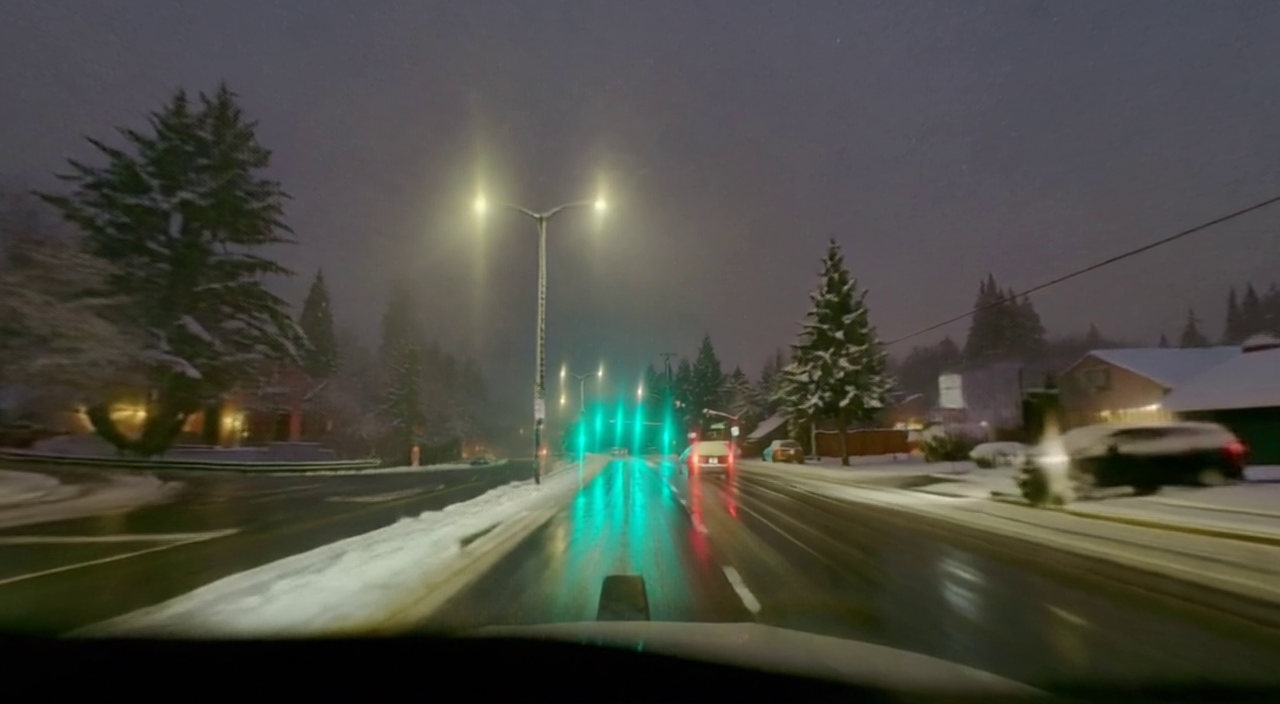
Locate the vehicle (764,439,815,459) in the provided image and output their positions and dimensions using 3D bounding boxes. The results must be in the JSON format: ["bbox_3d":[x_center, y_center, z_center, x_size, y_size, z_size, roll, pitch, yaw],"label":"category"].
[{"bbox_3d":[11.796,7.682,49.865,3.635,1.482,1.879,-1,-9,4],"label":"vehicle"}]

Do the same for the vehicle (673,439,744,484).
[{"bbox_3d":[2.410,3.989,23.230,1.960,1.479,4.086,0,-9,-2],"label":"vehicle"}]

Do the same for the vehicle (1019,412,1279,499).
[{"bbox_3d":[11.402,2.328,14.297,4.202,1.794,2.063,0,-9,0],"label":"vehicle"}]
